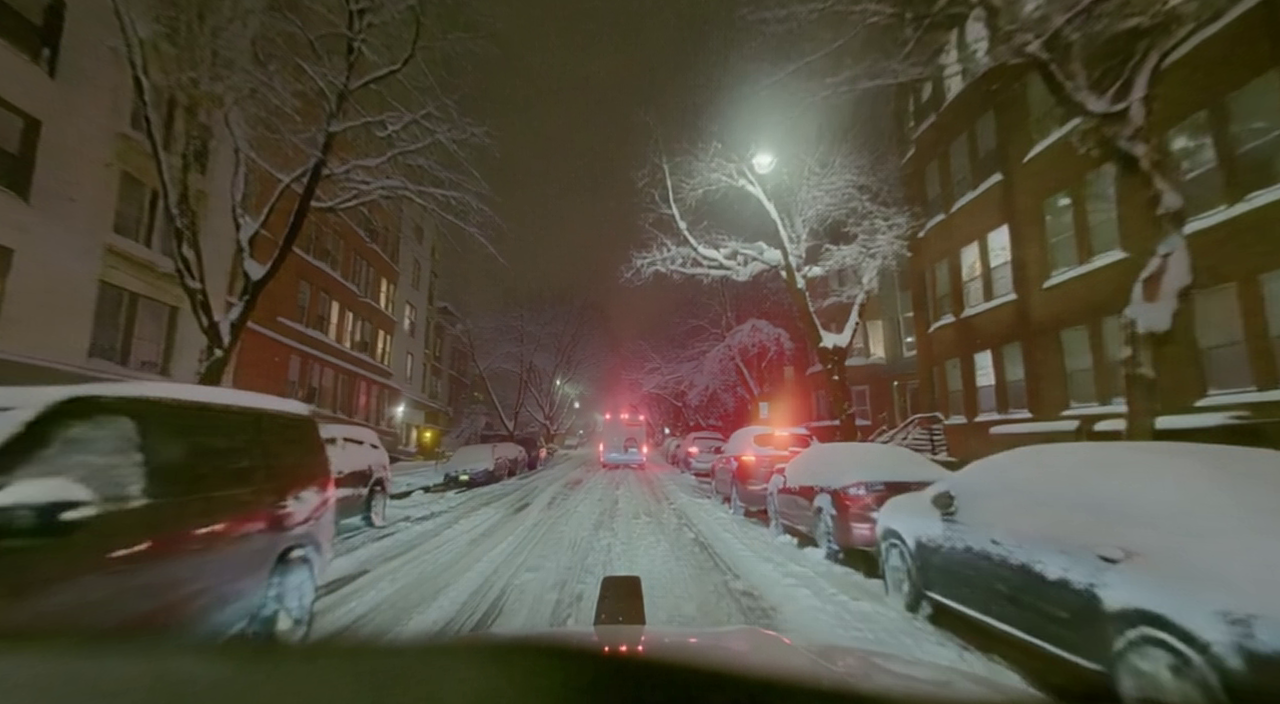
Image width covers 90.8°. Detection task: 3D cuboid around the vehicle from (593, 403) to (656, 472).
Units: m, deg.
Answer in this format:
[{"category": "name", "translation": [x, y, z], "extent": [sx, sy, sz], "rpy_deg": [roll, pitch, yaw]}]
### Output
[{"category": "vehicle", "translation": [-0.768, 4.285, 31.457], "extent": [2.754, 3.008, 7.730], "rpy_deg": [0, -8, -1]}]

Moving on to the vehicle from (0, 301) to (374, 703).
[{"category": "vehicle", "translation": [-3.114, 0.881, 2.873], "extent": [2.029, 1.802, 4.229], "rpy_deg": [-1, -8, -1]}]

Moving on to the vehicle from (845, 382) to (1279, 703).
[{"category": "vehicle", "translation": [3.152, 1.190, 4.096], "extent": [2.035, 1.549, 4.373], "rpy_deg": [2, -8, -3]}]

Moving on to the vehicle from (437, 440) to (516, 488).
[{"category": "vehicle", "translation": [-6.136, 4.221, 24.224], "extent": [1.967, 1.492, 4.781], "rpy_deg": [-4, -8, -4]}]
